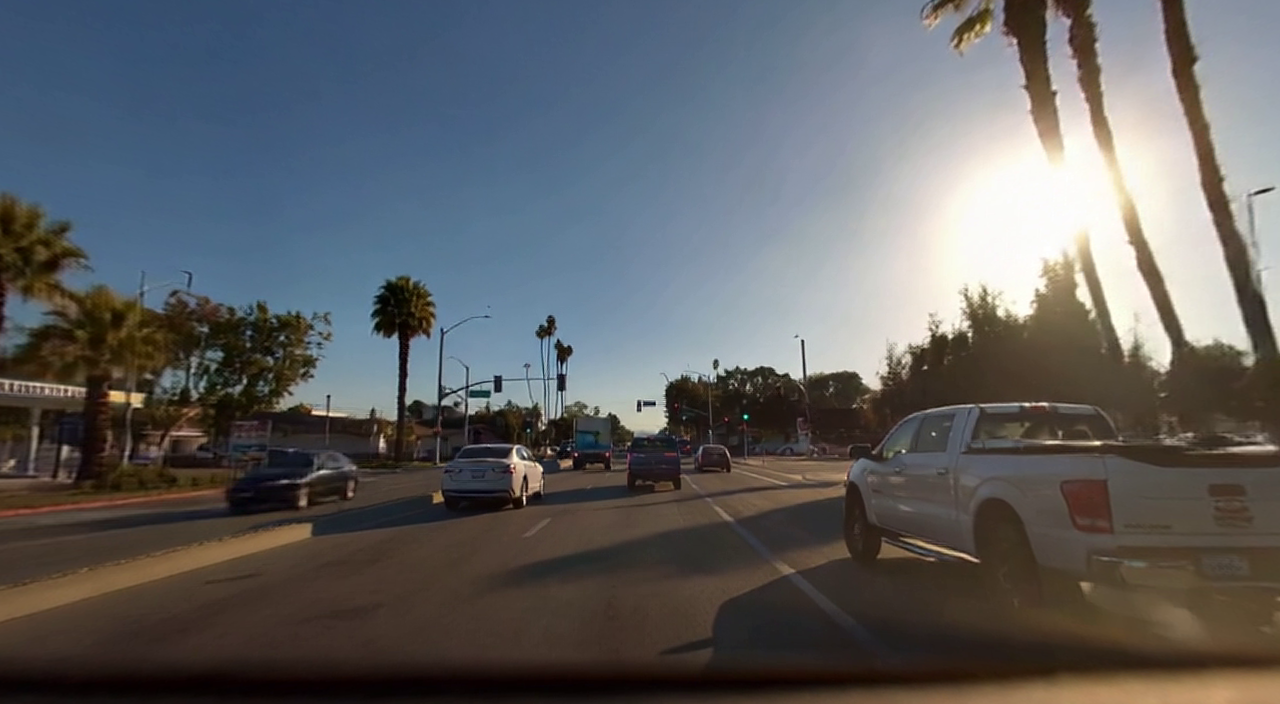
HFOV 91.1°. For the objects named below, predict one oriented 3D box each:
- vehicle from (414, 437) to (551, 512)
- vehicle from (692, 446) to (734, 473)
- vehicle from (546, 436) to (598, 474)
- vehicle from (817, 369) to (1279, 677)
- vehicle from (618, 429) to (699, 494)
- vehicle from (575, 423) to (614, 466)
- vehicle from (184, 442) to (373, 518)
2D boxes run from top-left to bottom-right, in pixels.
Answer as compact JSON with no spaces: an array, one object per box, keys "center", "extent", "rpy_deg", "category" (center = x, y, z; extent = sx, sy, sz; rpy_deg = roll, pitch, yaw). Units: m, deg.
[{"center":[-3.539,2.845,15.143],"extent":[1.983,1.502,4.720],"rpy_deg":[0,-8,1],"category":"vehicle"},{"center":[4.124,6.096,35.941],"extent":[1.901,1.401,3.965],"rpy_deg":[0,-8,0],"category":"vehicle"},{"center":[-3.485,5.367,32.912],"extent":[2.071,1.811,4.605],"rpy_deg":[0,-8,2],"category":"vehicle"},{"center":[3.705,1.407,6.567],"extent":[2.120,1.828,5.531],"rpy_deg":[0,-8,1],"category":"vehicle"},{"center":[0.525,3.515,20.647],"extent":[2.295,1.835,5.471],"rpy_deg":[0,-8,0],"category":"vehicle"},{"center":[-3.209,6.628,45.062],"extent":[2.393,2.865,5.466],"rpy_deg":[0,-8,0],"category":"vehicle"},{"center":[-8.118,2.860,14.668],"extent":[1.921,1.489,4.250],"rpy_deg":[0,-8,-1],"category":"vehicle"}]
